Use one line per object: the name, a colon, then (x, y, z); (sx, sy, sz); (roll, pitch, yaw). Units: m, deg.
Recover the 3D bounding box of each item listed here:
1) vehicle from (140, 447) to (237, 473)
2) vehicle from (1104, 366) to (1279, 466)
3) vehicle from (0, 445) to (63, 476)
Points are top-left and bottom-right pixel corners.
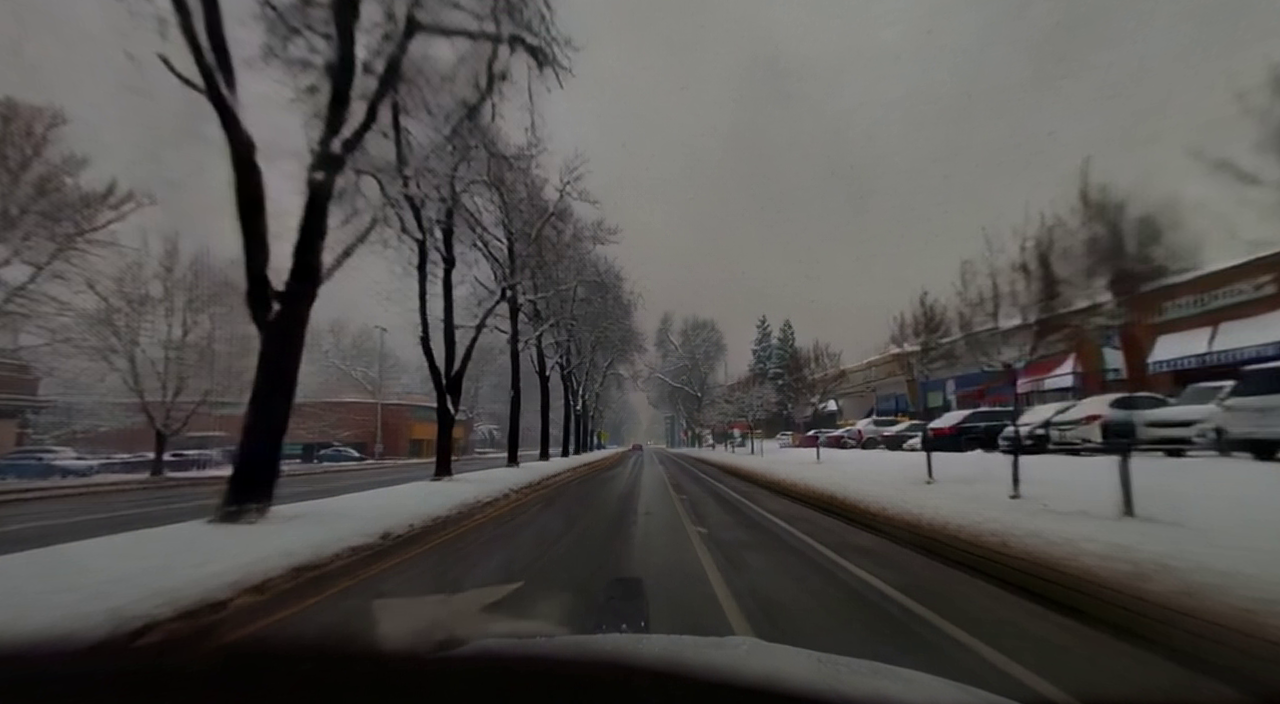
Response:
vehicle: (-31.372, 7.492, 43.898); (5.115, 1.744, 2.000); (0, -8, -3)
vehicle: (12.818, 1.238, 12.888); (4.713, 1.767, 2.268); (-4, -7, 2)
vehicle: (-44.223, 7.671, 44.744); (4.149, 2.160, 2.240); (0, -8, -2)
